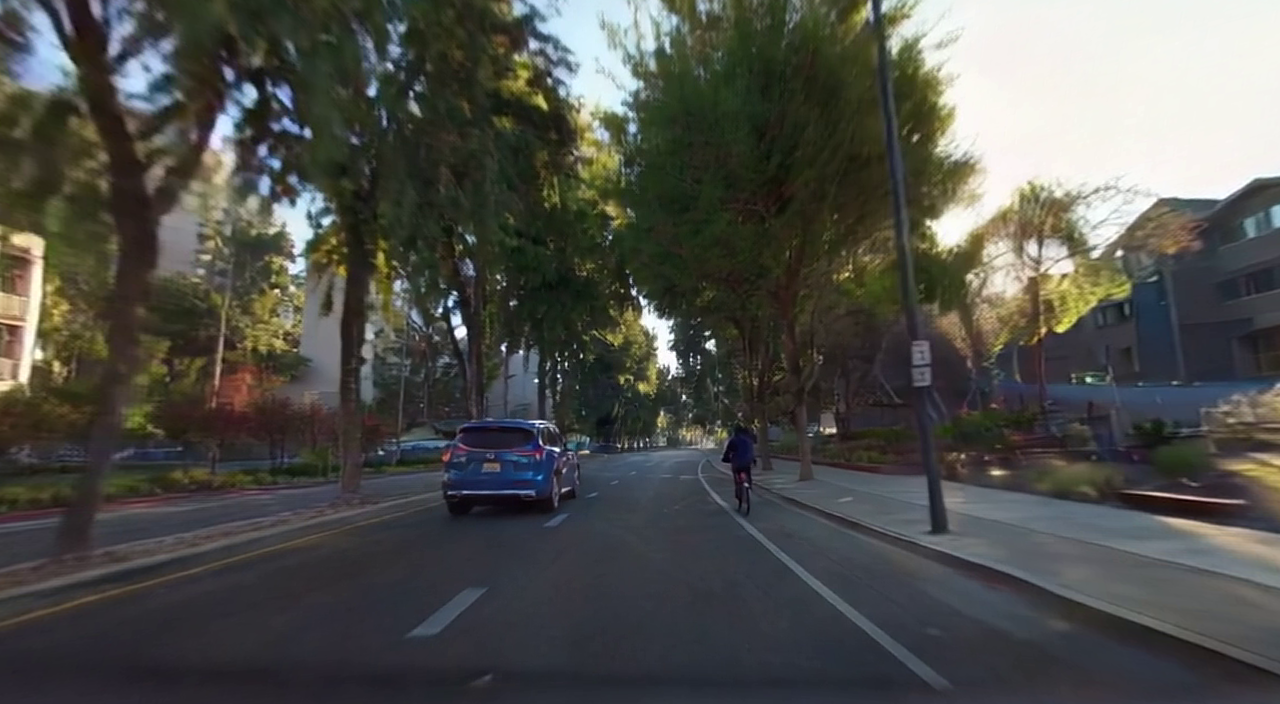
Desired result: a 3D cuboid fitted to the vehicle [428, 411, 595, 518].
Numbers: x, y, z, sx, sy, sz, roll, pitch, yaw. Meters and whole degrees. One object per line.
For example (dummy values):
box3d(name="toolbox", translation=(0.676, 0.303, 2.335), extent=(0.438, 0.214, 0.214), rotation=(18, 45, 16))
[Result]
box3d(name="vehicle", translation=(-2.442, 2.368, 13.684), extent=(2.294, 1.859, 5.127), rotation=(-1, -9, 3))
